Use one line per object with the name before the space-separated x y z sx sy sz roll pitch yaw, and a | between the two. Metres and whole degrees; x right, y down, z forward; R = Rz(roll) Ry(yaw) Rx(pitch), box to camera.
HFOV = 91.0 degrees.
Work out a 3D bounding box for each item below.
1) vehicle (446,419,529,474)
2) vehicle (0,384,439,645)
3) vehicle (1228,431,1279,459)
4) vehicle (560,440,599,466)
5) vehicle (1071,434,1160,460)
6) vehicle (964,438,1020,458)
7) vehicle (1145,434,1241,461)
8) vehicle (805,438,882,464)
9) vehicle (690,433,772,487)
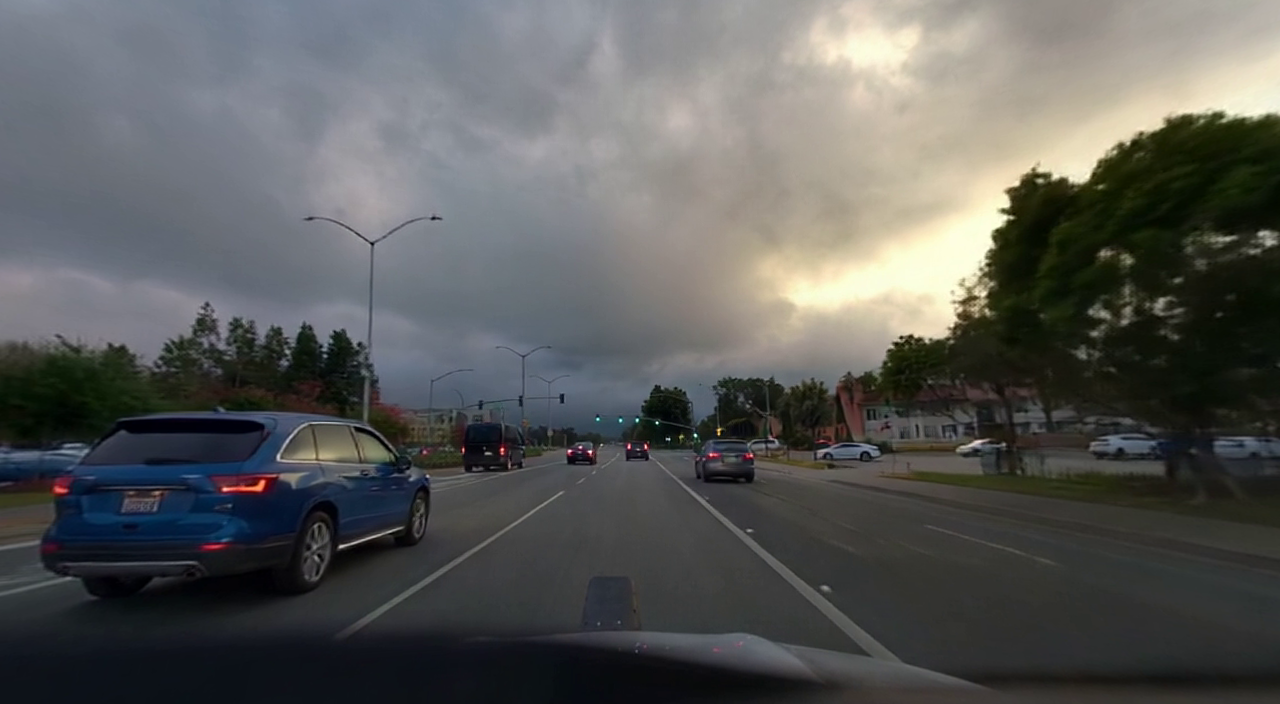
vehicle | -7.766 4.948 32.945 2.863 2.592 6.410 0 -9 -1
vehicle | -3.787 1.413 6.448 2.038 1.748 4.303 0 -9 -1
vehicle | 38.140 5.583 37.732 1.812 1.641 3.875 1 -9 -2
vehicle | -4.070 6.869 42.919 2.133 1.677 4.727 0 -9 0
vehicle | 28.099 5.654 37.363 1.760 1.431 4.343 0 -9 -2
vehicle | 27.725 7.608 49.755 1.768 1.460 4.677 0 -9 0
vehicle | 33.230 5.780 37.999 1.817 1.503 4.238 0 -9 -1
vehicle | 14.450 7.056 44.893 4.626 1.562 2.159 -2 -9 -3
vehicle | 3.221 3.965 23.414 2.167 1.792 4.835 0 -9 -2
